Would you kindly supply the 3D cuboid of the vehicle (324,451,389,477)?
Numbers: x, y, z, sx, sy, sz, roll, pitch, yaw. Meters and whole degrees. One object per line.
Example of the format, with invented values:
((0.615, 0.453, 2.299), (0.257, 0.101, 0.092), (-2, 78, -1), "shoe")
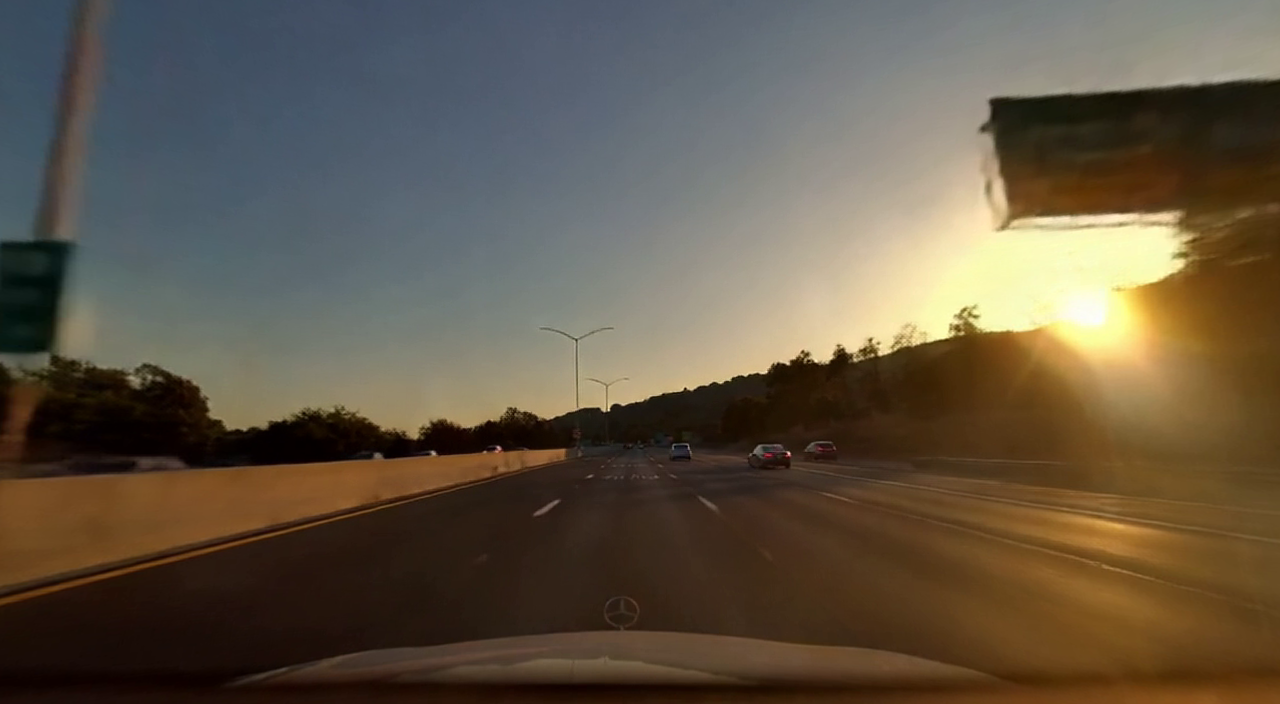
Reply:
((-18.099, 7.118, 40.575), (2.022, 1.453, 4.757), (0, -8, -1), "vehicle")

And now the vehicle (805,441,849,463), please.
((14.608, 7.827, 49.569), (2.025, 1.595, 4.268), (0, -8, -1), "vehicle")

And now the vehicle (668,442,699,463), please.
((3.332, 7.800, 49.102), (2.056, 1.553, 4.320), (0, -8, -1), "vehicle")

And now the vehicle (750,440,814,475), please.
((6.666, 4.975, 30.075), (2.038, 1.528, 3.910), (0, -8, -1), "vehicle")
